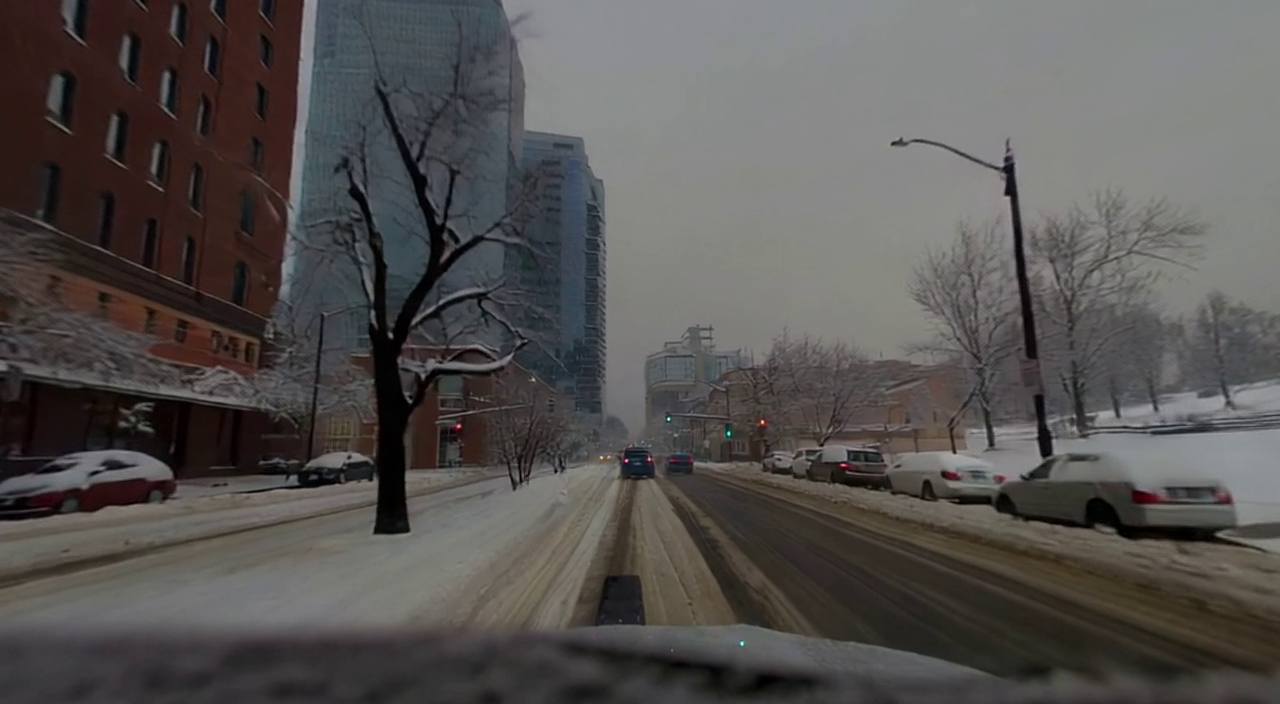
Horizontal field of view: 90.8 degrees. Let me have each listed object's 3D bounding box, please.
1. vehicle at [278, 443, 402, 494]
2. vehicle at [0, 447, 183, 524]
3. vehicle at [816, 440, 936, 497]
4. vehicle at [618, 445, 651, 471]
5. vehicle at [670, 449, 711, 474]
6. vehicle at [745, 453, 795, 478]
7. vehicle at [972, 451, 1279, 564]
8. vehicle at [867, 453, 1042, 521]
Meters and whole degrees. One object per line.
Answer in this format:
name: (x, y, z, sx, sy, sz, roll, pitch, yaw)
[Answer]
vehicle: (-14.481, 5.644, 31.132, 2.822, 2.230, 6.145, 0, -9, 3)
vehicle: (-14.846, 3.410, 16.768, 2.063, 1.735, 4.317, 0, -9, 1)
vehicle: (8.121, 4.086, 22.361, 2.310, 1.753, 4.814, 0, -9, -1)
vehicle: (-0.427, 7.971, 47.680, 2.329, 1.842, 4.537, 0, -8, -1)
vehicle: (3.137, 6.954, 40.384, 2.238, 1.499, 4.964, 0, -8, 0)
vehicle: (8.128, 7.135, 40.017, 2.054, 1.455, 4.786, 0, -9, -2)
vehicle: (8.048, 2.430, 10.780, 2.030, 1.444, 4.832, 0, -9, -1)
vehicle: (7.959, 3.428, 16.676, 2.075, 1.467, 4.800, 0, -9, -1)
